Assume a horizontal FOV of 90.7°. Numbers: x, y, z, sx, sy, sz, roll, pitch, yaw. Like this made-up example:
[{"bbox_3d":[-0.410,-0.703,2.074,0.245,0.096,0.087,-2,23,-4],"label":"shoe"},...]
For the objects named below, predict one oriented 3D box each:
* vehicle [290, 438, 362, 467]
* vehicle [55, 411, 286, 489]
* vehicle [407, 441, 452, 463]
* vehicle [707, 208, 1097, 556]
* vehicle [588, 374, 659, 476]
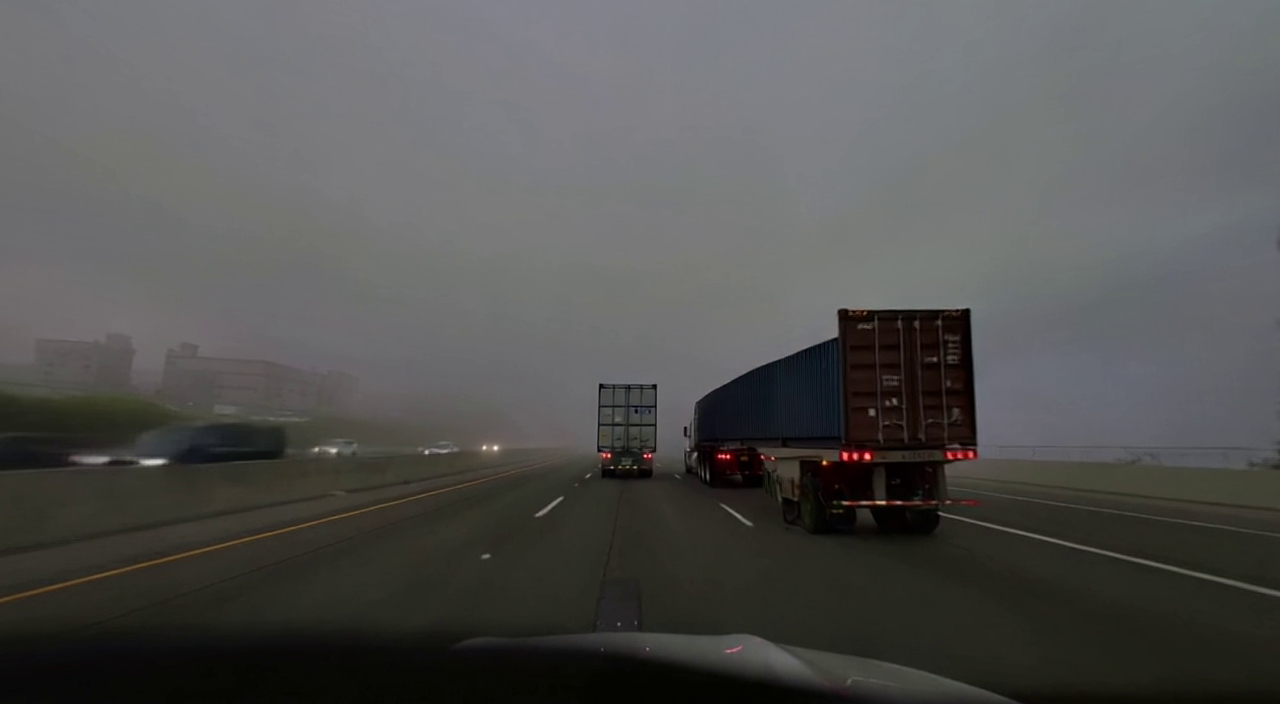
[{"bbox_3d":[-17.782,5.700,36.088,1.897,1.498,4.642,0,-8,-2],"label":"vehicle"},{"bbox_3d":[-12.528,2.698,17.589,2.220,1.787,5.560,0,-8,-1],"label":"vehicle"},{"bbox_3d":[-14.341,6.829,43.338,1.814,1.449,4.409,0,-8,-3],"label":"vehicle"},{"bbox_3d":[3.649,1.198,13.705,2.803,4.072,12.744,0,-8,-1],"label":"vehicle"},{"bbox_3d":[-0.558,3.833,31.670,2.841,4.071,12.046,-1,-8,1],"label":"vehicle"}]
